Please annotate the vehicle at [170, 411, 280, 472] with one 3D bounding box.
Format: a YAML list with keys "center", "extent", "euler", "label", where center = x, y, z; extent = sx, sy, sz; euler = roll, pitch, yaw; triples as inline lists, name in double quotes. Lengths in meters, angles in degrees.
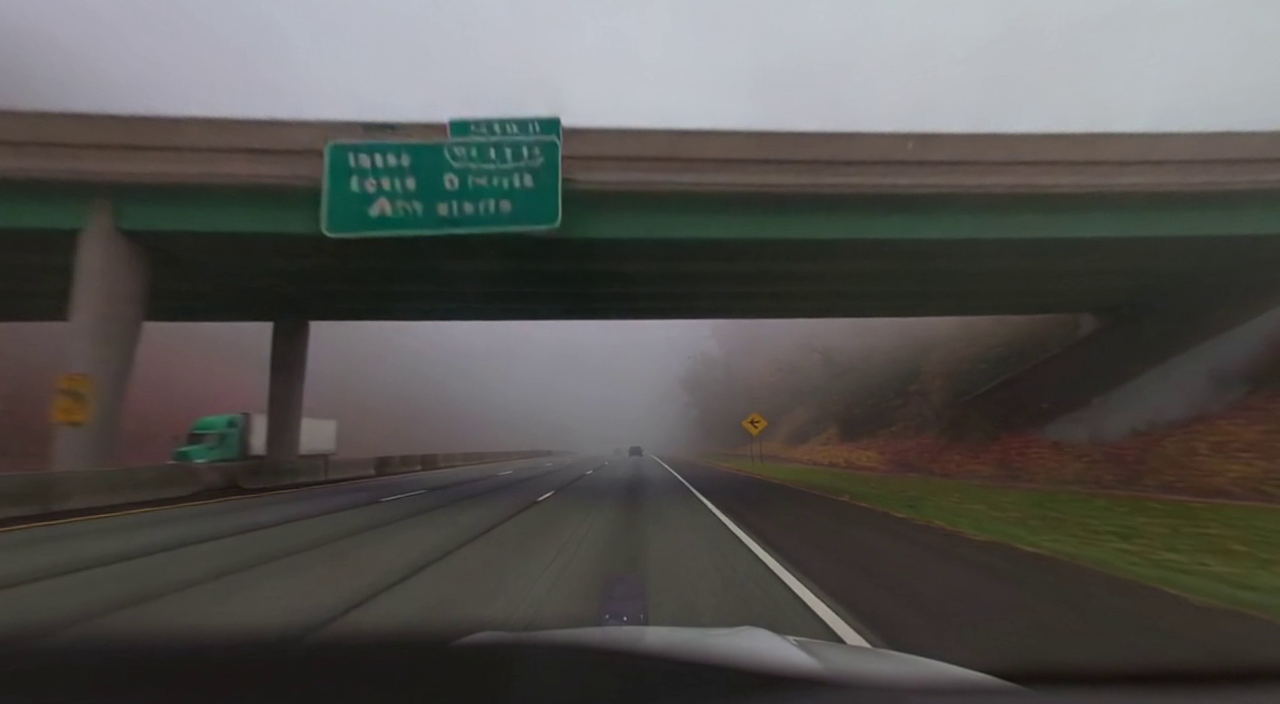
- center: [-26.411, 5.731, 40.351]
  extent: [2.897, 3.531, 5.935]
  euler: [1, -8, -1]
  label: "vehicle"
